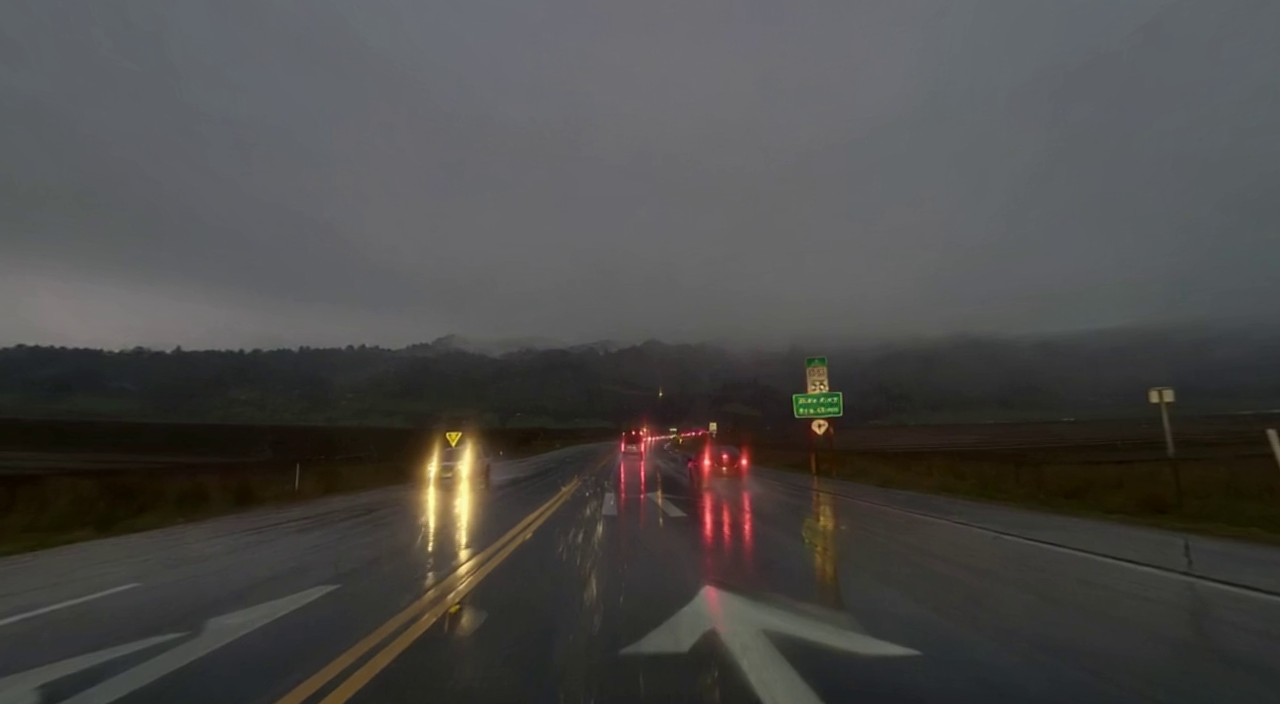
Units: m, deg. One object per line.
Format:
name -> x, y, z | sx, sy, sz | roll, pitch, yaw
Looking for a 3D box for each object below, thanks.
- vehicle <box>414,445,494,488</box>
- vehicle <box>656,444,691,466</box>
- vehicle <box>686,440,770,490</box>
vehicle -> -8.227, 5.094, 28.477 | 2.168, 1.748, 4.811 | 0, -8, 0
vehicle -> 2.358, 7.381, 45.318 | 2.048, 1.468, 4.490 | 0, -8, -3
vehicle -> 2.903, 3.849, 21.815 | 2.026, 1.531, 4.273 | 0, -8, -4
